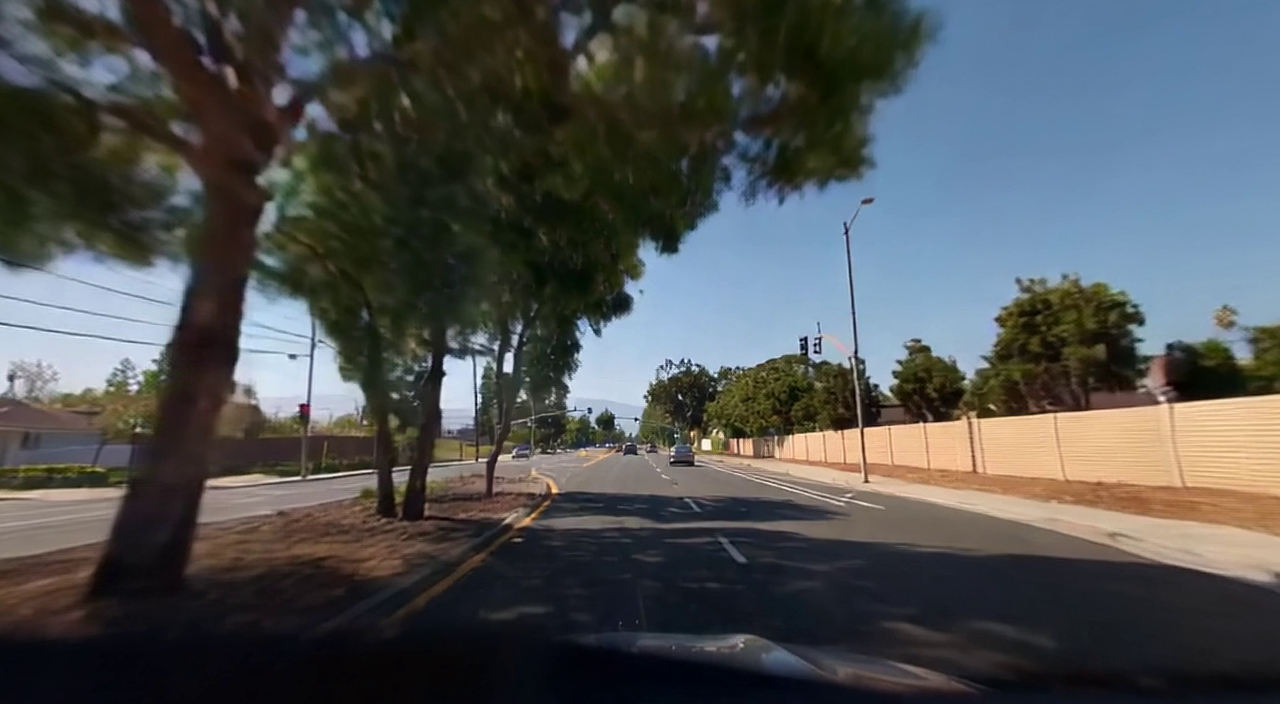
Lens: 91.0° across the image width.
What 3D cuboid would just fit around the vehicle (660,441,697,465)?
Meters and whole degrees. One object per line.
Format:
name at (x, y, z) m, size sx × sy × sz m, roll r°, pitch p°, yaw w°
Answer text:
vehicle at (2.472, 6.583, 41.197) m, size 2.105 × 1.490 × 4.008 m, roll 0°, pitch -8°, yaw -1°
